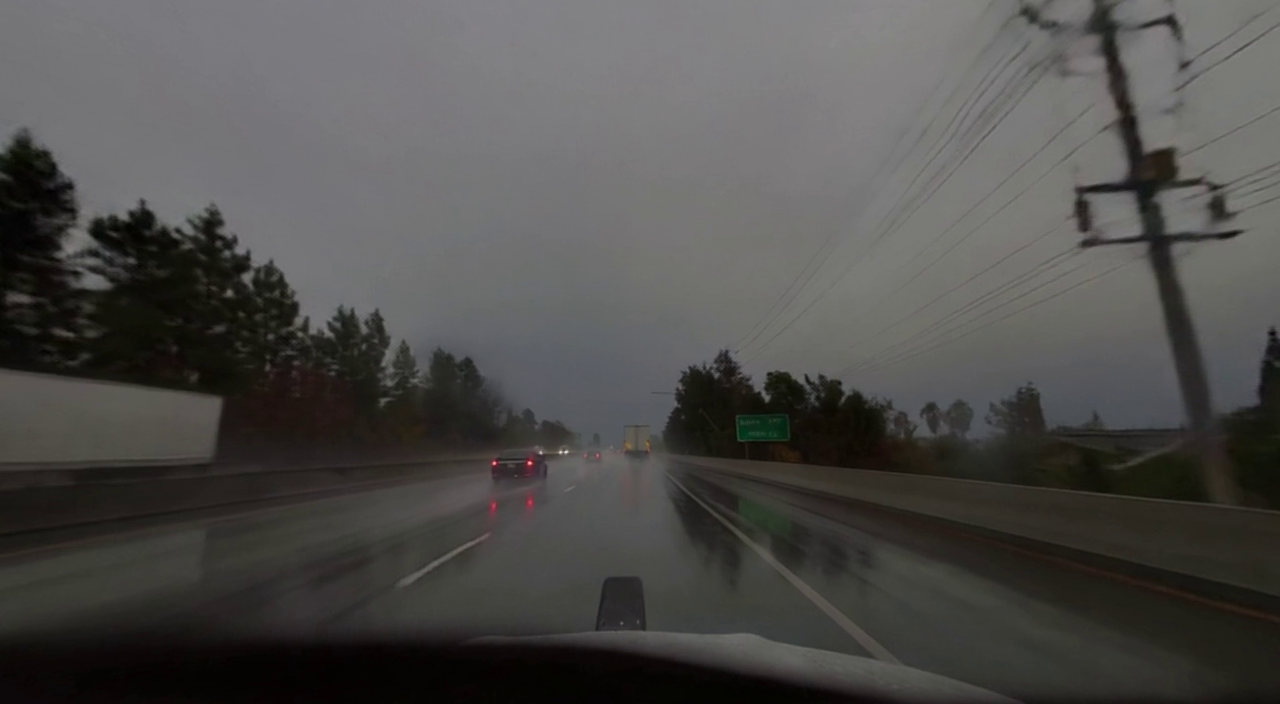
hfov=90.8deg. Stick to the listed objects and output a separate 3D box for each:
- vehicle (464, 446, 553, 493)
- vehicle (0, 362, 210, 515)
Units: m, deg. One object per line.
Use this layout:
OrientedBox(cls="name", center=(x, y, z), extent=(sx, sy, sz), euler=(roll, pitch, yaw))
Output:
OrientedBox(cls="vehicle", center=(-4.401, 4.025, 21.881), extent=(2.106, 1.445, 4.404), euler=(0, -9, 0))
OrientedBox(cls="vehicle", center=(-18.214, 2.462, 17.705), extent=(2.907, 3.949, 13.475), euler=(0, -9, -1))
